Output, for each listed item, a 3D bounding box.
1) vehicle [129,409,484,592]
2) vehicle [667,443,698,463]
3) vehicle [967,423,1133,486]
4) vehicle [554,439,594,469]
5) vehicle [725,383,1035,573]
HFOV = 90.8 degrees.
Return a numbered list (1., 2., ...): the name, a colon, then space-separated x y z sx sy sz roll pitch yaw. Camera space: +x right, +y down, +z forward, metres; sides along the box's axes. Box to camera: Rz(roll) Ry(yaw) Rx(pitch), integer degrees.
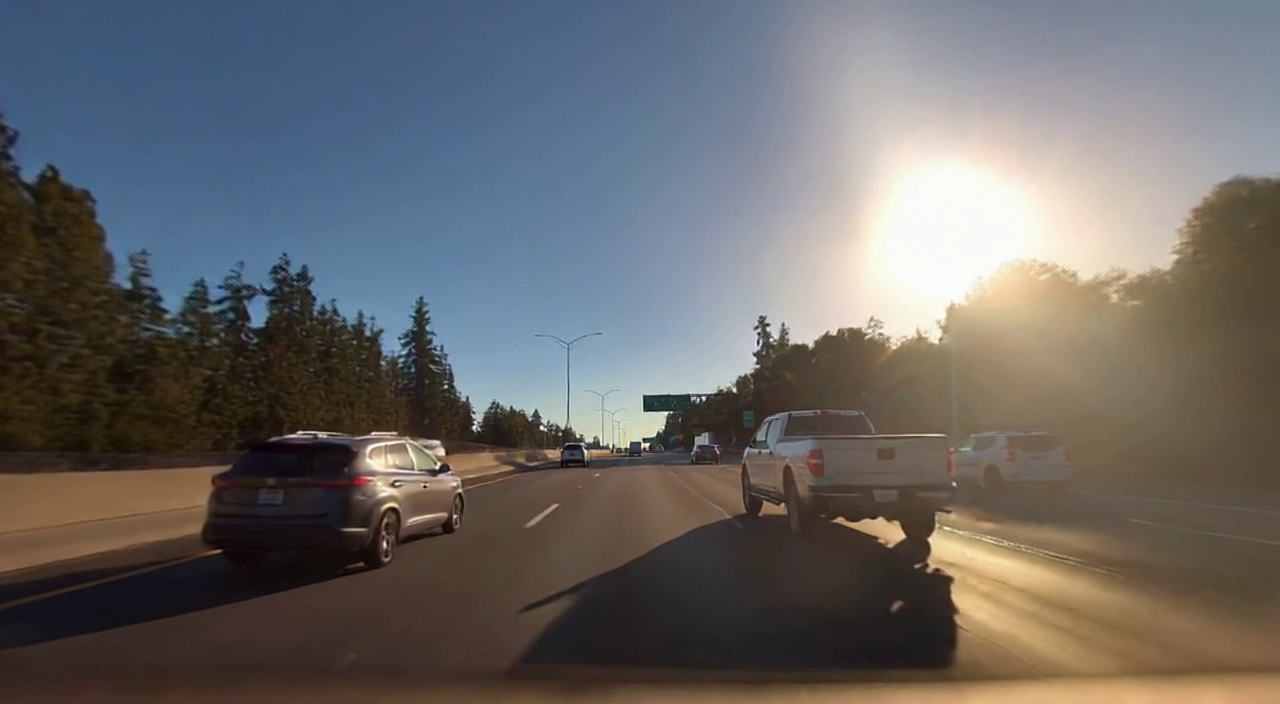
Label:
1. vehicle: -3.592 1.679 8.016 2.119 1.654 4.353 0 -8 0
2. vehicle: 3.267 7.773 48.941 2.007 1.469 4.337 0 -8 -1
3. vehicle: 13.151 3.332 20.751 2.076 1.799 4.871 0 -8 -1
4. vehicle: -3.913 6.113 38.026 1.992 1.651 4.185 0 -8 0
5. vehicle: 2.755 1.659 9.138 2.200 1.870 5.649 0 -8 -1
